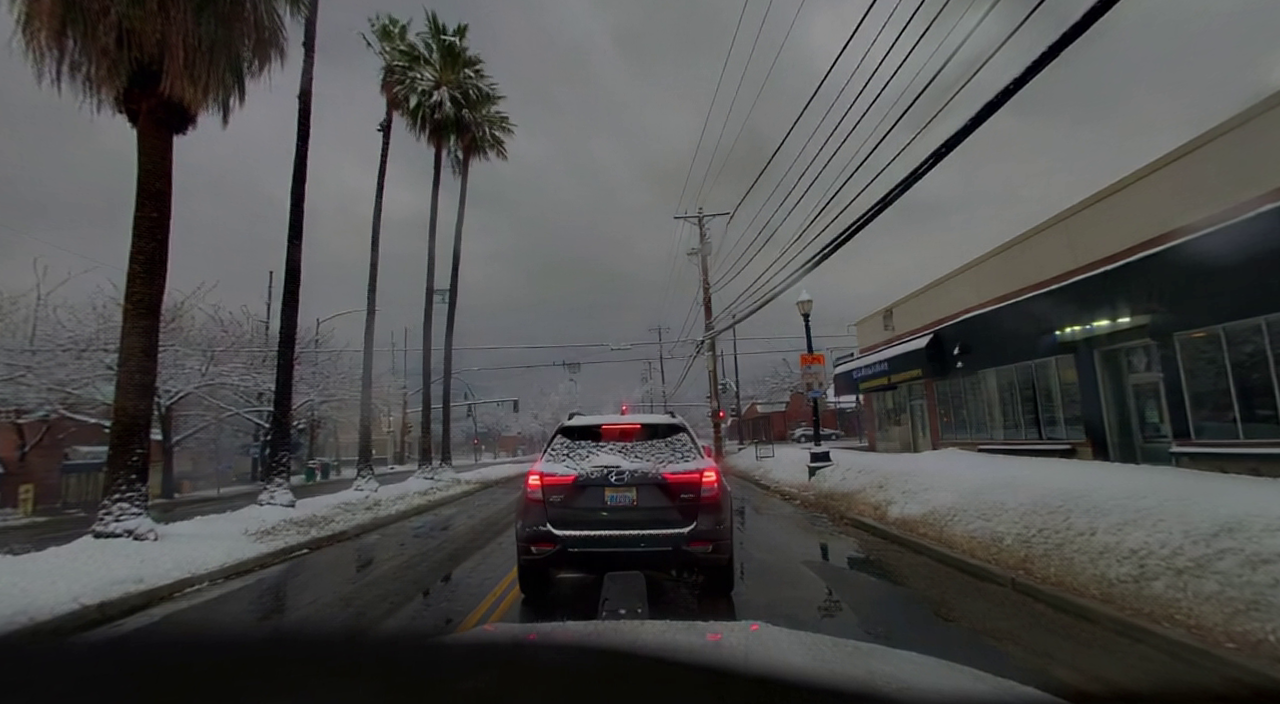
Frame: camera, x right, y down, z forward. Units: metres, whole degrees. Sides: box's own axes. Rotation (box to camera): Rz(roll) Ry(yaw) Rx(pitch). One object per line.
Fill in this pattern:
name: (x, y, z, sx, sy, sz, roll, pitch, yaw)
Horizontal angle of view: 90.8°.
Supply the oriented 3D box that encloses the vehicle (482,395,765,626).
vehicle: (-0.204, 1.451, 6.679, 2.105, 1.702, 3.750, 0, -8, -3)
